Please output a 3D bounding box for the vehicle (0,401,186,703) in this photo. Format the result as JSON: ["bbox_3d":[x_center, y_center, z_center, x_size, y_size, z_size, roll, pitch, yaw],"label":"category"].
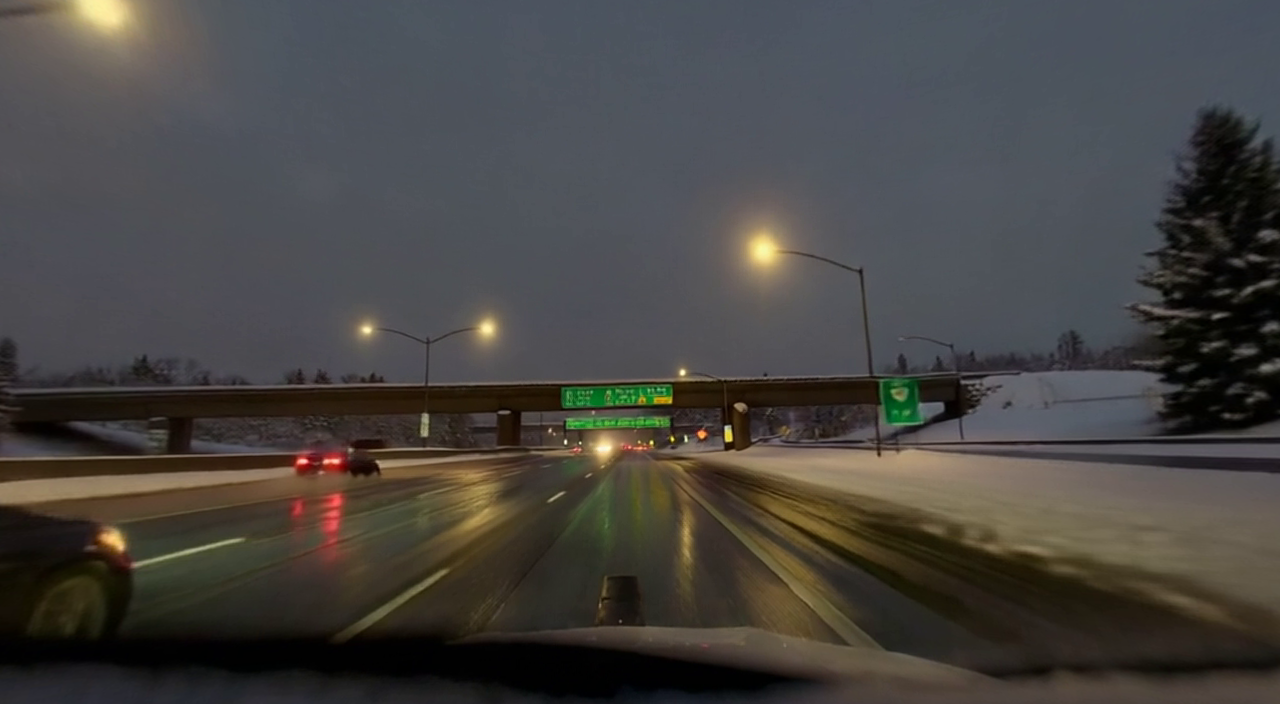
[{"bbox_3d":[-4.033,0.835,1.864,2.051,1.516,4.493,0,-8,0],"label":"vehicle"}]

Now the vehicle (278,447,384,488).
[{"bbox_3d":[-11.419,4.253,23.720,1.861,1.373,4.211,0,-8,0],"label":"vehicle"}]
